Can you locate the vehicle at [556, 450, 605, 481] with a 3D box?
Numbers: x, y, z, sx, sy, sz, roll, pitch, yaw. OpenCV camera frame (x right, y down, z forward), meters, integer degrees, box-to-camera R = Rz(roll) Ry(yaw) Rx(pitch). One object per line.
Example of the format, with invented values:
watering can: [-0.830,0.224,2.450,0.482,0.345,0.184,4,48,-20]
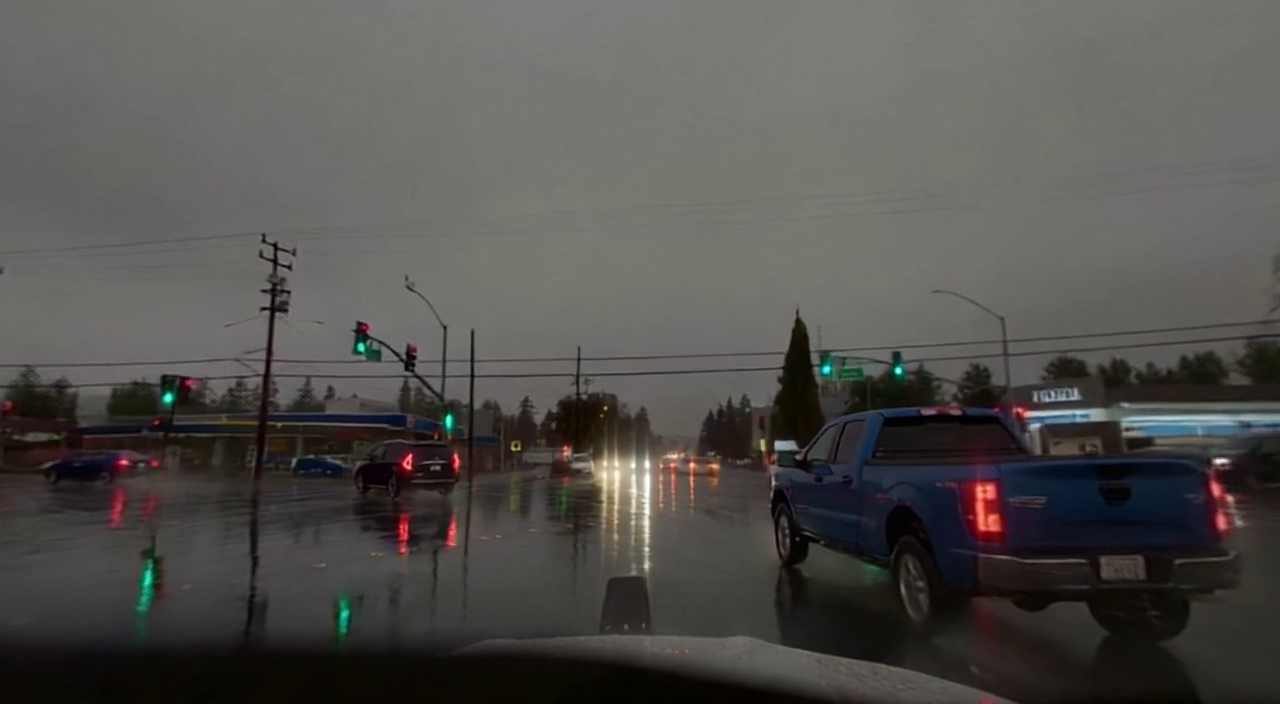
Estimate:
vehicle: [-3.936,7.621,42.574,2.303,1.895,5.301,-1,-9,5]

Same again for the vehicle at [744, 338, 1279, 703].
vehicle: [2.586,1.249,5.569,2.036,1.818,5.192,1,-9,-5]

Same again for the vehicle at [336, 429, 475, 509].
vehicle: [-6.532,3.129,17.214,2.141,1.842,4.889,6,-11,-36]

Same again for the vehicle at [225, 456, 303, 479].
vehicle: [-27.028,8.291,45.530,1.913,1.480,4.661,-3,-10,18]

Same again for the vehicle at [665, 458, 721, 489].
vehicle: [2.373,5.603,29.362,1.898,1.281,4.013,1,-9,-6]

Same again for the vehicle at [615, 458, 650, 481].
vehicle: [-0.450,8.004,43.273,1.856,1.448,4.455,-1,-9,7]

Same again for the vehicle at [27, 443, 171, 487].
vehicle: [-22.285,4.655,26.050,4.498,1.725,1.921,-2,-9,10]
